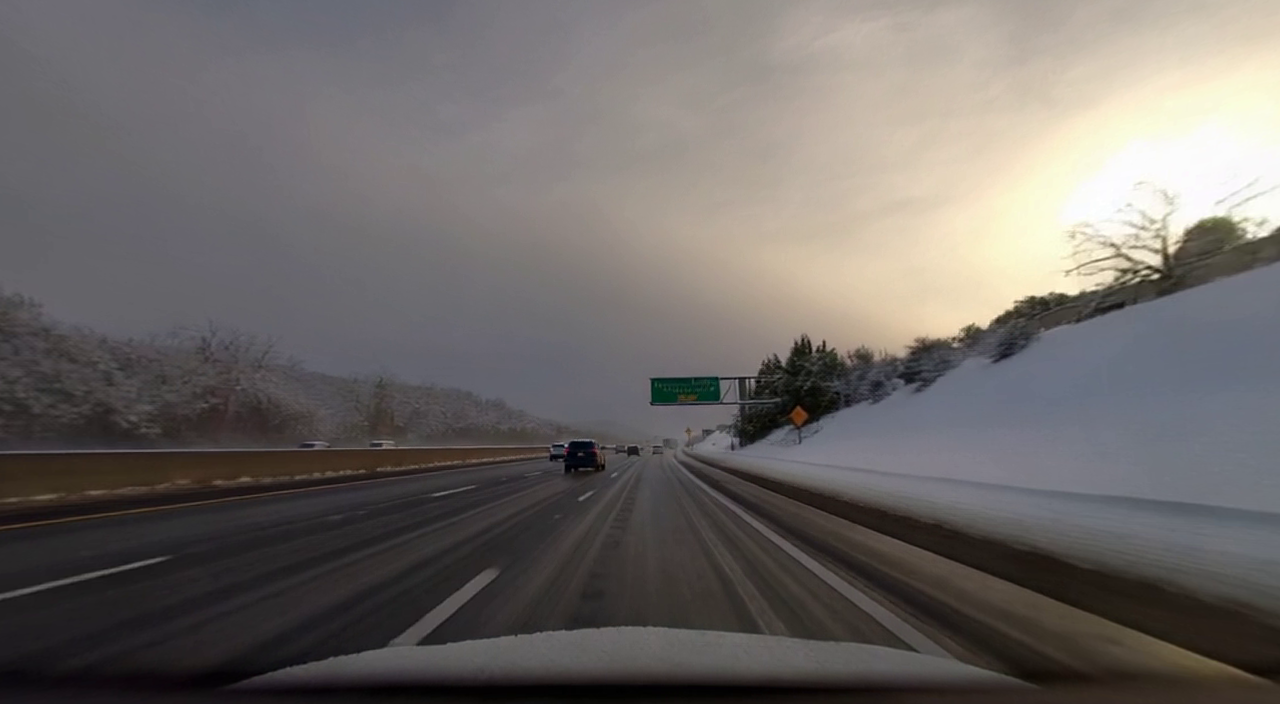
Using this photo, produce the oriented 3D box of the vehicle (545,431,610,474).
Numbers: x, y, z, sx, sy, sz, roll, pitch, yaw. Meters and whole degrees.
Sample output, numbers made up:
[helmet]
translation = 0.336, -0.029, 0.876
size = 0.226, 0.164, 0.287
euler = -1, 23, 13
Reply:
[vehicle]
translation = -2.897, 4.822, 30.306
size = 2.413, 1.896, 5.218
euler = 0, -8, 2
